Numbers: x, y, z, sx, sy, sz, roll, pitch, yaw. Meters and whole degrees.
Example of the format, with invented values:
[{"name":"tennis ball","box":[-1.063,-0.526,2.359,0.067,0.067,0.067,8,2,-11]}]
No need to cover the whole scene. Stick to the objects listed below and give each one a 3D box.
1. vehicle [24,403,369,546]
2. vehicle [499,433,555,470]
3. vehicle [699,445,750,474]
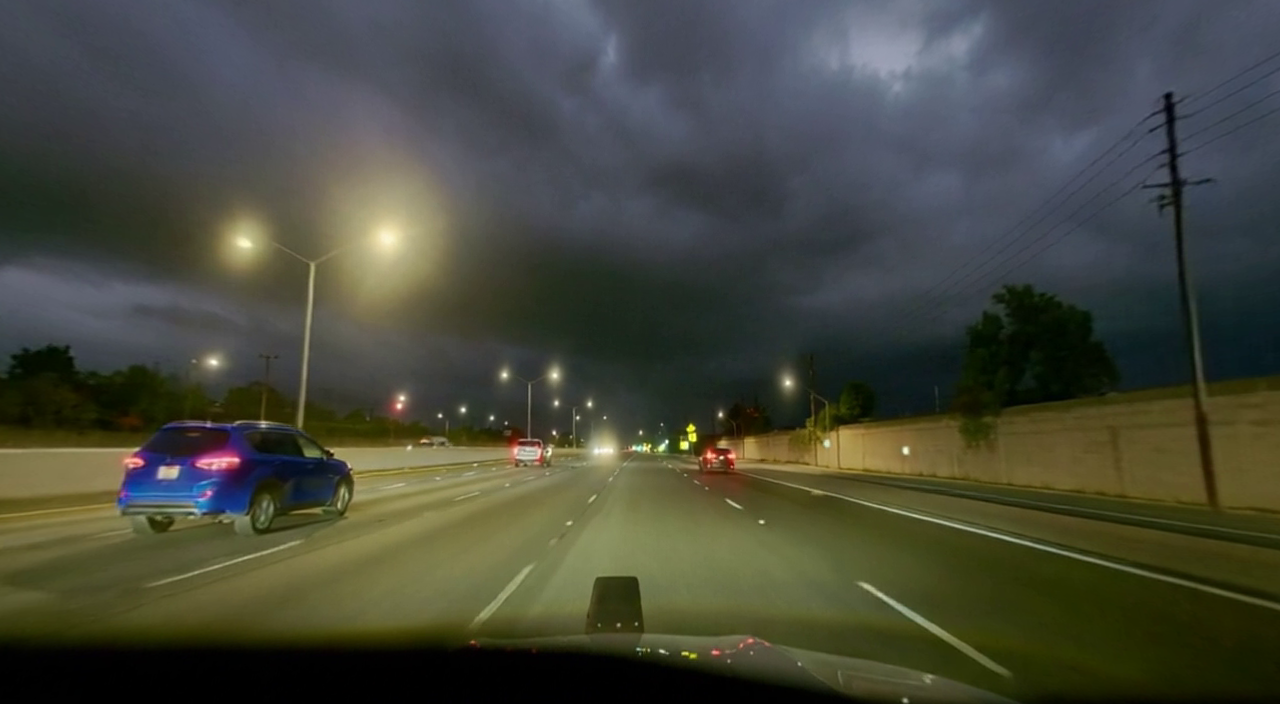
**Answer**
[{"name":"vehicle","box":[-6.384,1.836,9.991,2.058,1.698,4.567,1,-9,1]},{"name":"vehicle","box":[-6.359,5.690,36.042,2.255,1.934,4.868,1,-9,0]},{"name":"vehicle","box":[4.805,6.176,36.442,2.251,1.520,4.550,1,-9,-1]}]
